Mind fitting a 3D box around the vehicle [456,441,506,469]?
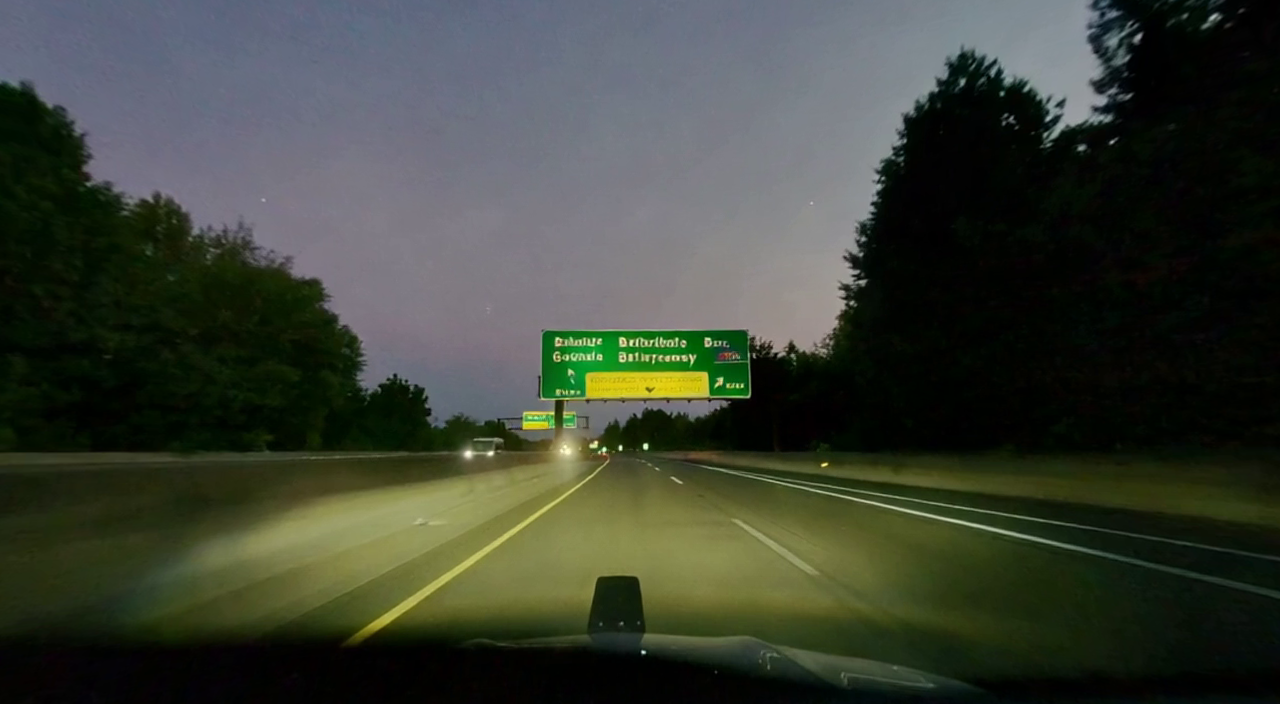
[{"bbox_3d":[-8.991,5.870,36.040,1.840,1.472,4.202,0,-9,-1],"label":"vehicle"}]
